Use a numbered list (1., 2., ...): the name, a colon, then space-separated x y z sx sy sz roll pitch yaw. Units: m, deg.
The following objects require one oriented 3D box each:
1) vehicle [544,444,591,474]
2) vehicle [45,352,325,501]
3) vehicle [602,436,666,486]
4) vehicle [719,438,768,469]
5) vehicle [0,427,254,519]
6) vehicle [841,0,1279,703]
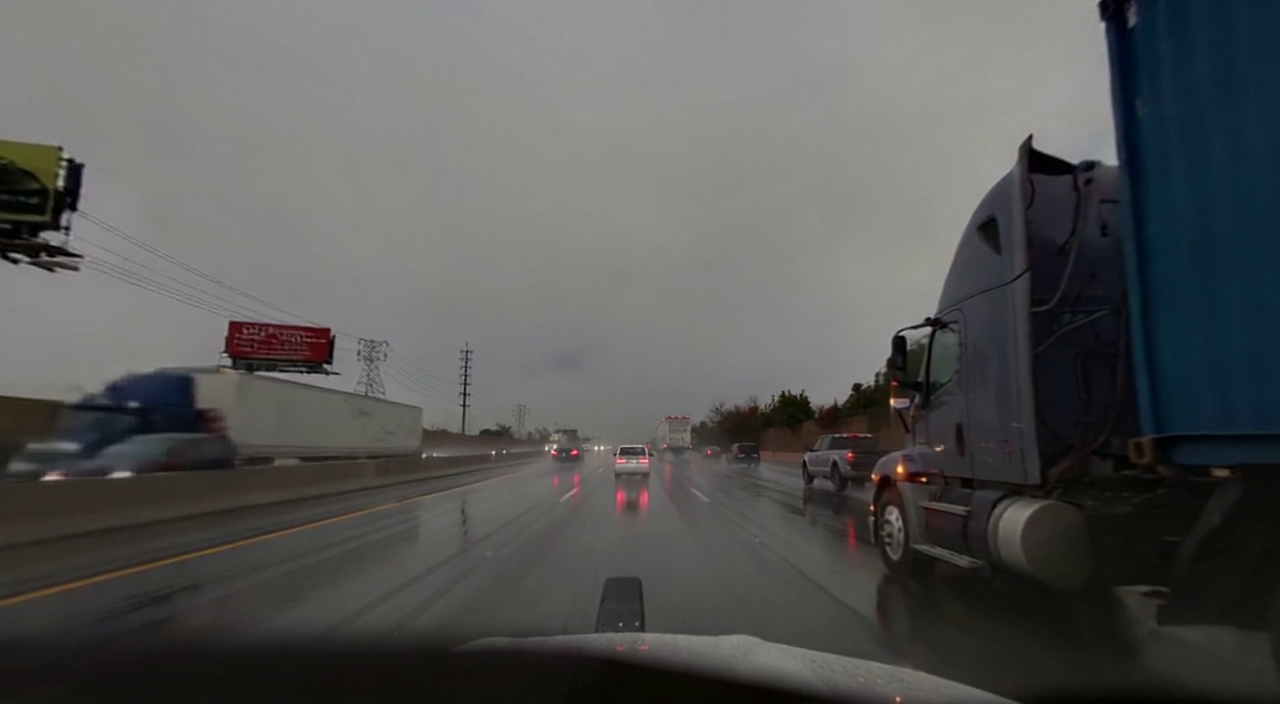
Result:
1. vehicle: -3.854 5.775 34.425 2.025 1.498 4.675 0 -9 0
2. vehicle: -14.011 2.567 20.781 3.075 3.927 8.116 0 -9 0
3. vehicle: -0.224 4.056 23.723 2.191 1.685 4.015 0 -9 0
4. vehicle: 7.008 6.945 43.445 2.302 1.973 5.502 0 -9 -1
5. vehicle: -10.870 2.526 13.677 2.043 1.628 4.675 0 -9 0
6. vehicle: 3.588 -0.316 2.042 3.013 3.940 7.933 0 -9 -1
